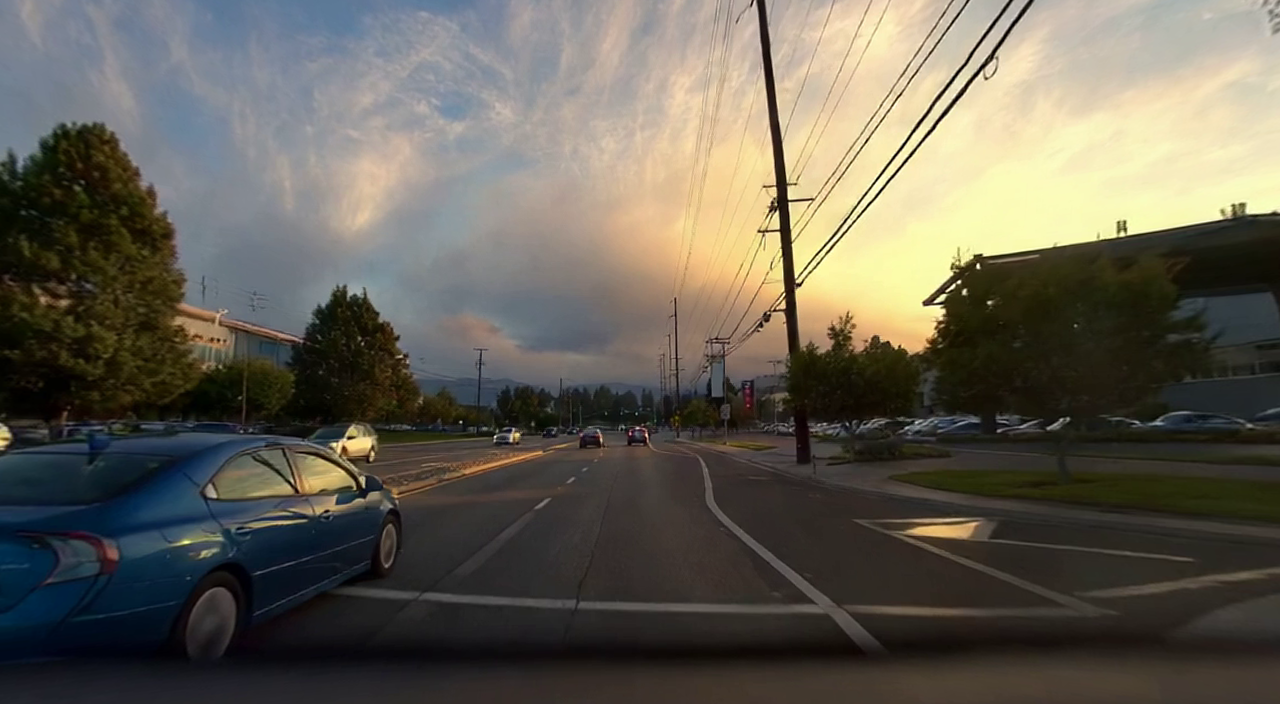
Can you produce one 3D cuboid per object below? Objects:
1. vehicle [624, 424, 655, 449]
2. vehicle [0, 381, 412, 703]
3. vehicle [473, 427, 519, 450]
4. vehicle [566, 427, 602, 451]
[{"bbox_3d":[-0.066,6.320,46.998,2.182,1.773,4.041,0,-8,-1],"label":"vehicle"},{"bbox_3d":[-3.401,1.145,4.336,1.928,1.488,4.635,0,-8,0],"label":"vehicle"},{"bbox_3d":[-9.138,5.570,40.472,1.971,1.415,4.317,0,-8,-1],"label":"vehicle"},{"bbox_3d":[-3.657,5.758,41.808,2.021,1.486,3.623,0,-8,0],"label":"vehicle"}]
